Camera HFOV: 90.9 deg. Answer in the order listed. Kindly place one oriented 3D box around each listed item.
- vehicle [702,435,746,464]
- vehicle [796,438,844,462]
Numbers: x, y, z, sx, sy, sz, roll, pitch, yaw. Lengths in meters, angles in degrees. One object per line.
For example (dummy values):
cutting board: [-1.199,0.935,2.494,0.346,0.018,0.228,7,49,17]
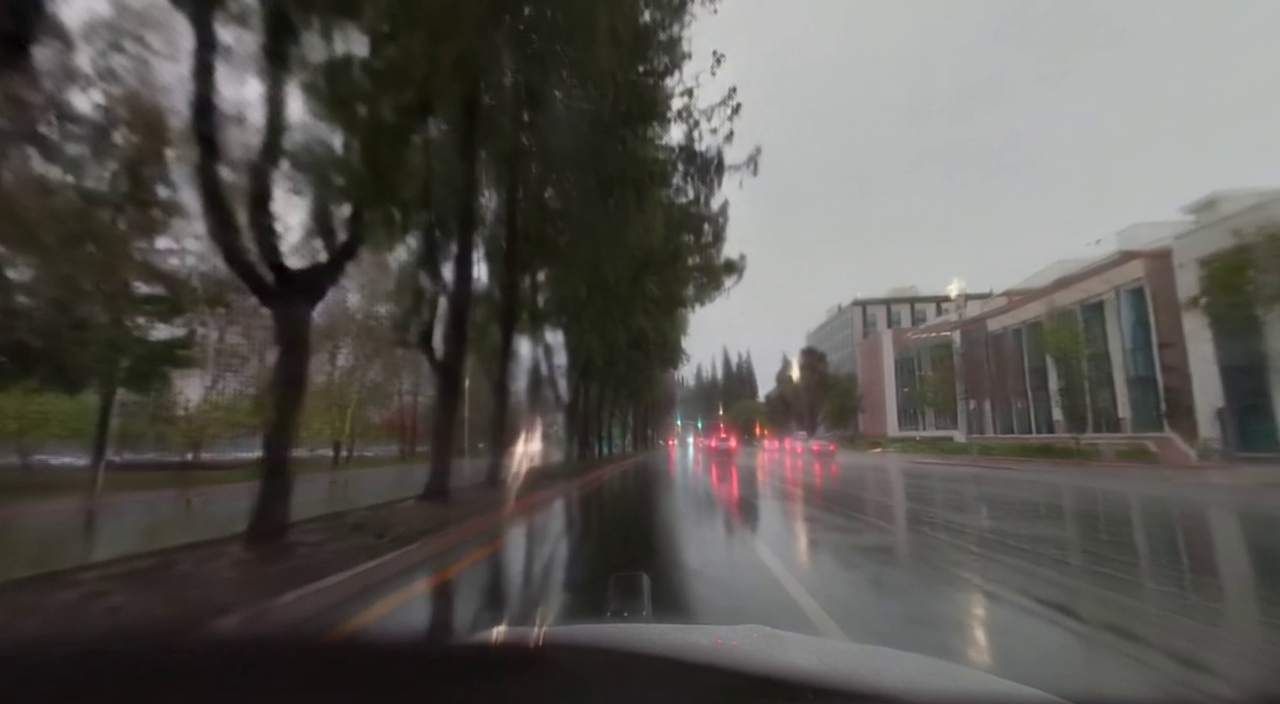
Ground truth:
vehicle: [5.197,6.148,39.838,2.216,1.675,4.627,-1,-9,1]
vehicle: [11.711,6.447,41.345,1.840,1.467,4.731,-1,-9,1]
